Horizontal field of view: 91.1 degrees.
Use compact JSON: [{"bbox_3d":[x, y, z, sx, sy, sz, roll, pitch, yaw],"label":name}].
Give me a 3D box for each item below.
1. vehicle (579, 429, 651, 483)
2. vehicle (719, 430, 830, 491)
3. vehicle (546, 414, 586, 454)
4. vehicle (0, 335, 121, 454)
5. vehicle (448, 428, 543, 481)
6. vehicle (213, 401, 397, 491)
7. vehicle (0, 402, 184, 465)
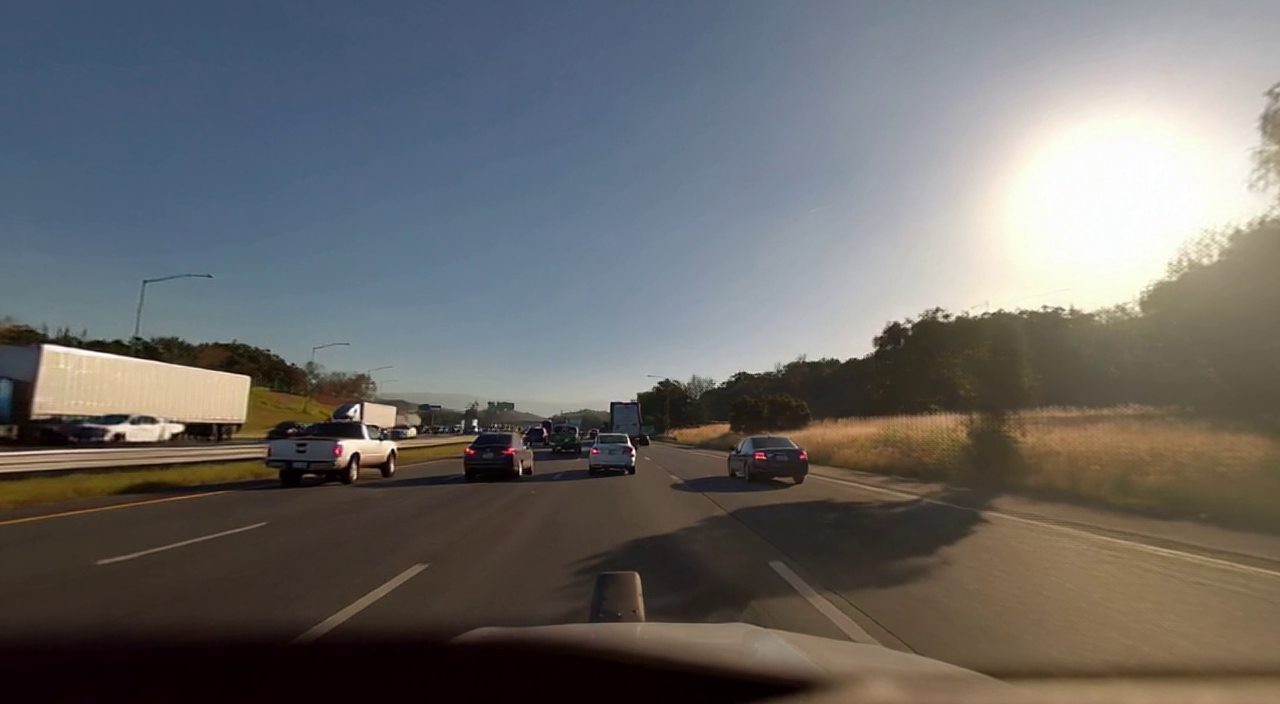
[{"bbox_3d":[-0.735,3.134,19.296,1.980,1.478,3.758,0,-8,-1],"label":"vehicle"},{"bbox_3d":[3.594,2.975,17.734,1.981,1.474,4.396,0,-8,-3],"label":"vehicle"},{"bbox_3d":[-5.101,5.758,44.108,2.303,2.610,6.579,0,-8,-3],"label":"vehicle"},{"bbox_3d":[-22.980,1.690,23.144,2.975,3.953,5.356,1,-8,-2],"label":"vehicle"},{"bbox_3d":[-4.473,3.228,20.205,2.046,1.493,4.384,0,-8,0],"label":"vehicle"},{"bbox_3d":[-8.192,2.361,16.036,2.158,1.943,4.662,0,-8,-1],"label":"vehicle"},{"bbox_3d":[-15.238,2.290,17.587,1.831,1.512,4.273,0,-8,-2],"label":"vehicle"}]
